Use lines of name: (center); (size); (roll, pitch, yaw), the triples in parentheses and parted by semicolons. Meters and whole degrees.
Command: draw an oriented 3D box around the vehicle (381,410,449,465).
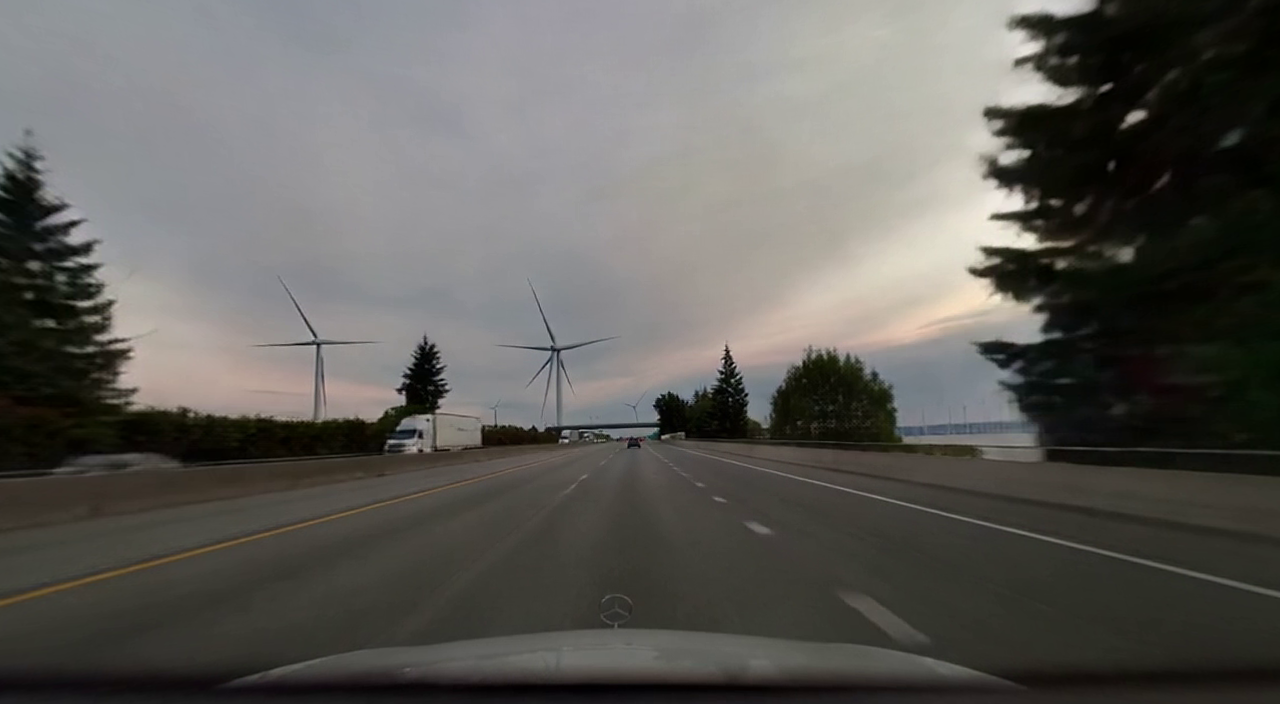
vehicle: (-17.195, 6.614, 48.561); (3.021, 3.900, 5.847); (0, -8, -1)
